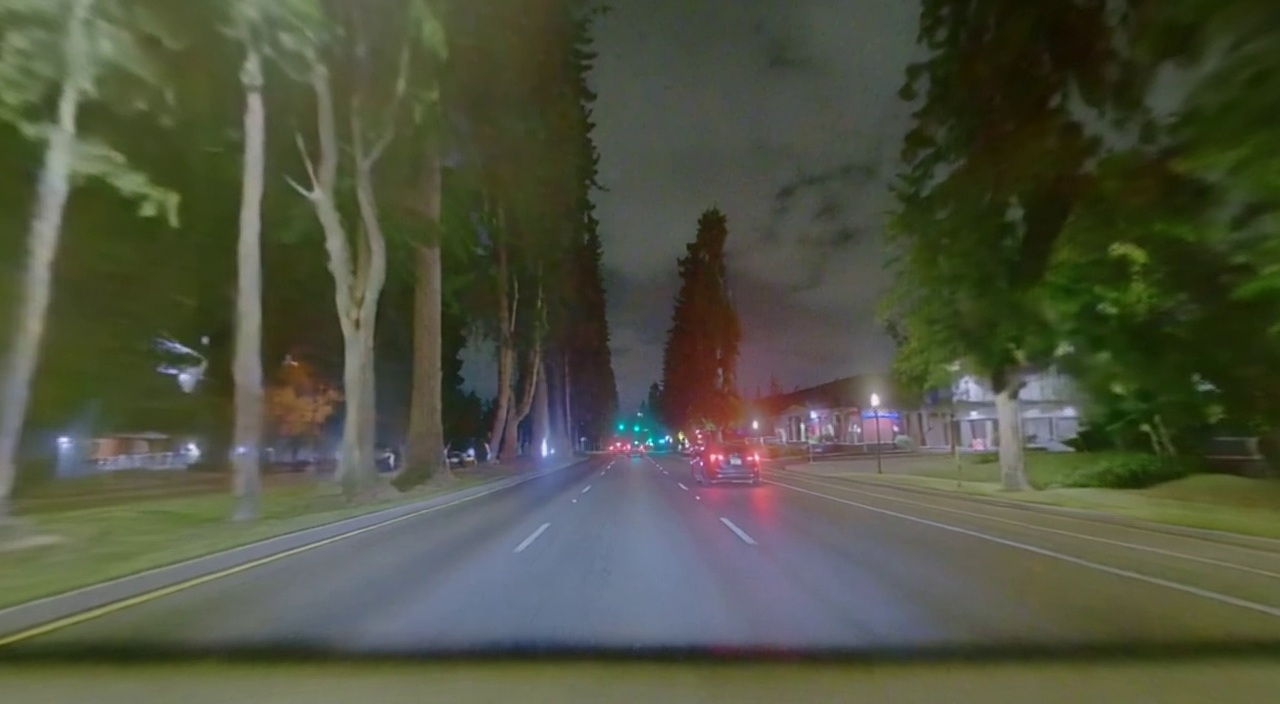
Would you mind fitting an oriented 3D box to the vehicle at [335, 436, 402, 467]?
[{"bbox_3d":[-17.827,6.570,41.645,2.094,1.894,5.364,0,-8,-1],"label":"vehicle"}]

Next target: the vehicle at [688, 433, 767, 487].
[{"bbox_3d":[2.867,3.661,21.578,2.022,1.656,4.025,0,-8,-2],"label":"vehicle"}]

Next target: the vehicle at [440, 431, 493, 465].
[{"bbox_3d":[-11.308,6.261,41.320,2.074,2.065,4.946,0,-8,-1],"label":"vehicle"}]
